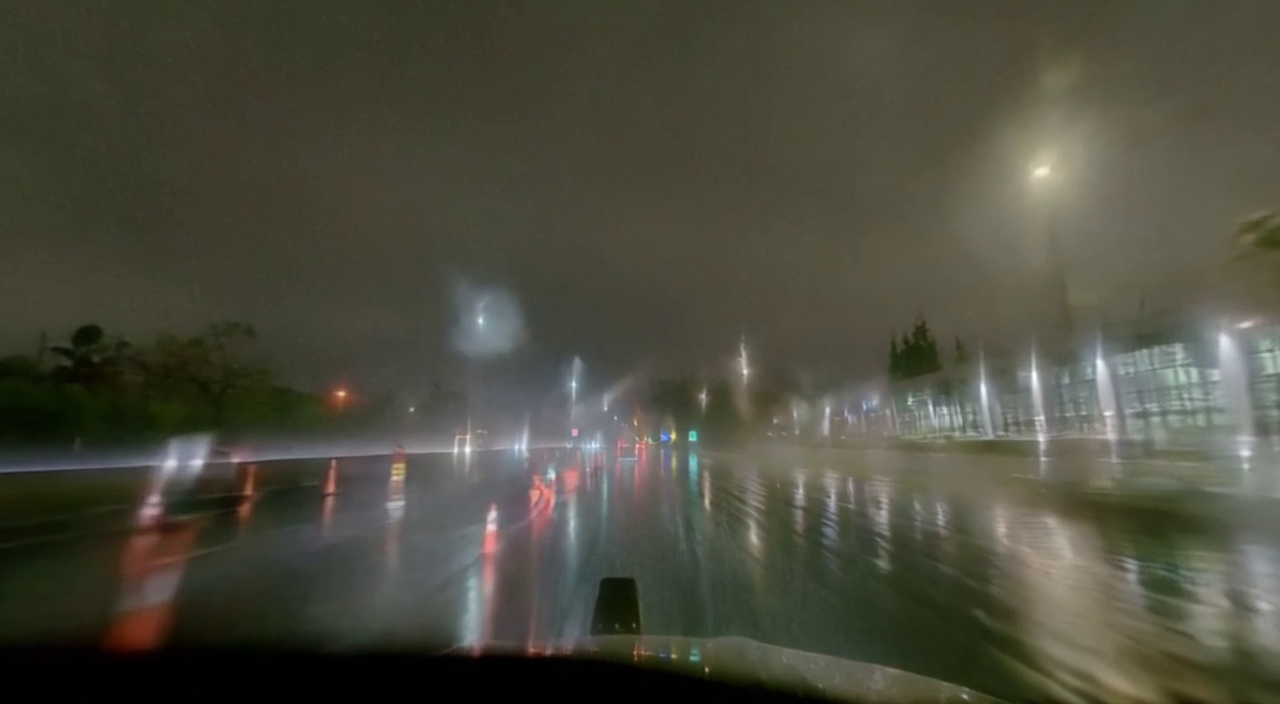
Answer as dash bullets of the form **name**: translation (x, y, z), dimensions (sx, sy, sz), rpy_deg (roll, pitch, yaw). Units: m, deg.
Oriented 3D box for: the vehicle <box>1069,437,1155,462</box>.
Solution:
- **vehicle**: translation (30.345, 6.269, 40.682), dimensions (4.050, 1.484, 1.837), rpy_deg (-1, -9, 0)
